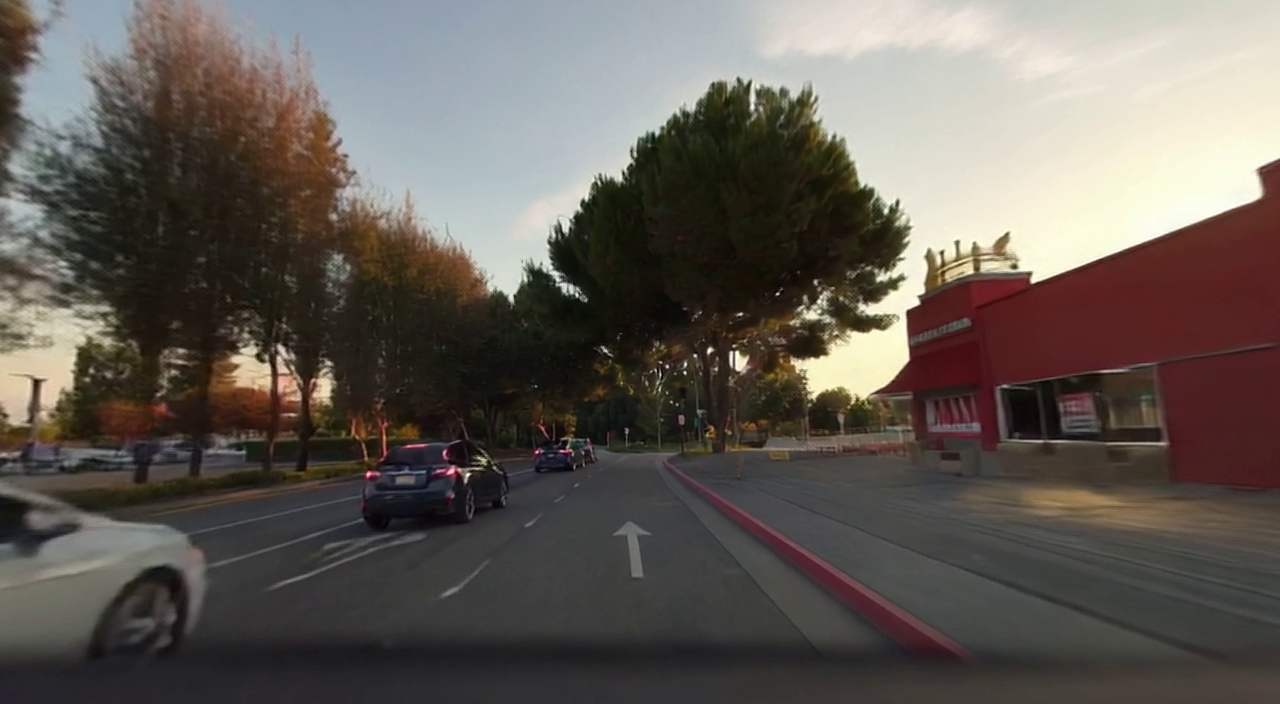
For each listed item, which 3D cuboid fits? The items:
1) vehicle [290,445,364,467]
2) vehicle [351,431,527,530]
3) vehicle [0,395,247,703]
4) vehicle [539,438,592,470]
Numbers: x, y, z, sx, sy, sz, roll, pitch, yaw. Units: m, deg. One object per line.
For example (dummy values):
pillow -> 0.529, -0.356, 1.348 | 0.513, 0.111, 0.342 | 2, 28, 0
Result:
vehicle -> -23.056, 7.625, 46.326 | 4.552, 1.489, 1.948 | -1, -8, 9
vehicle -> -3.457, 2.245, 11.797 | 1.853, 1.478, 4.381 | 0, -7, 0
vehicle -> -3.357, 0.861, 1.822 | 1.768, 1.539, 4.147 | 0, -7, -1
vehicle -> -3.600, 4.992, 31.162 | 1.962, 1.424, 4.289 | 0, -7, 1
